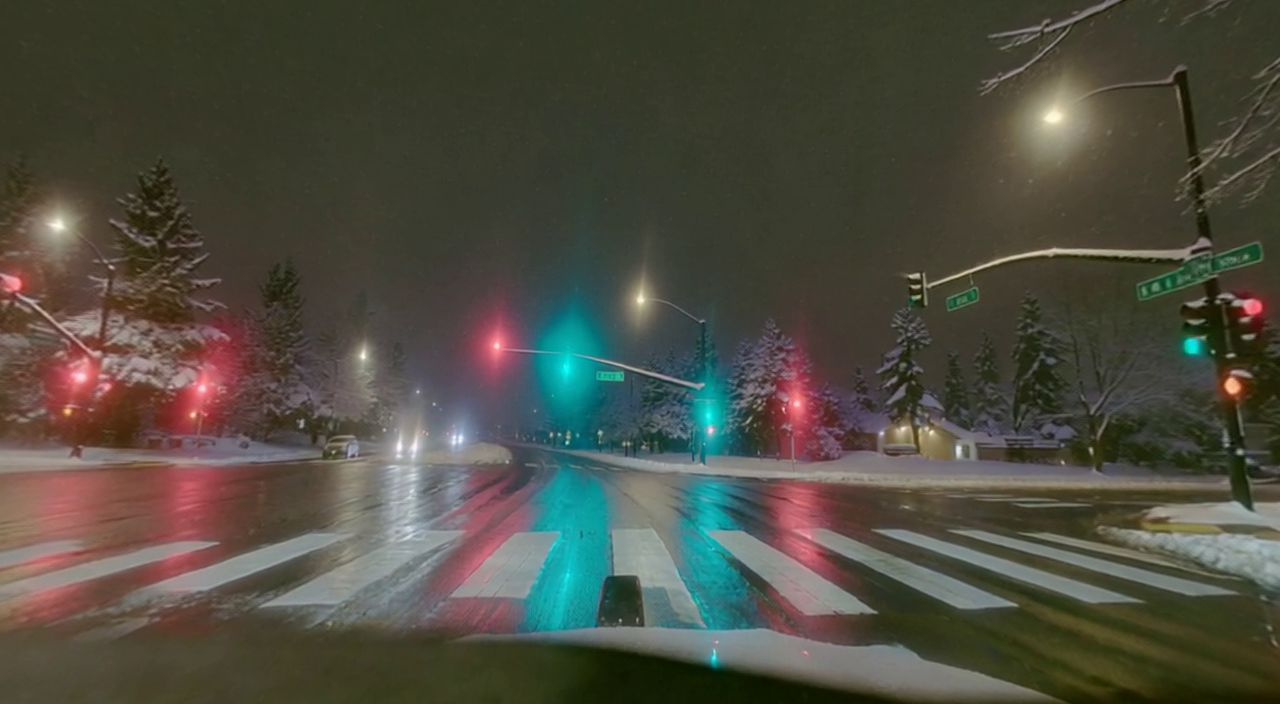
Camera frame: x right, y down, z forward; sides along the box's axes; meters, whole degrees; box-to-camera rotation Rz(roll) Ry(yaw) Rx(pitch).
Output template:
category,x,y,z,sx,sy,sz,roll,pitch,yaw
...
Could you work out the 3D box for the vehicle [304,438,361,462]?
category,x,y,z,sx,sy,sz,roll,pitch,yaw
vehicle,-19.771,6.328,40.819,1.918,1.432,4.433,1,-9,-7
